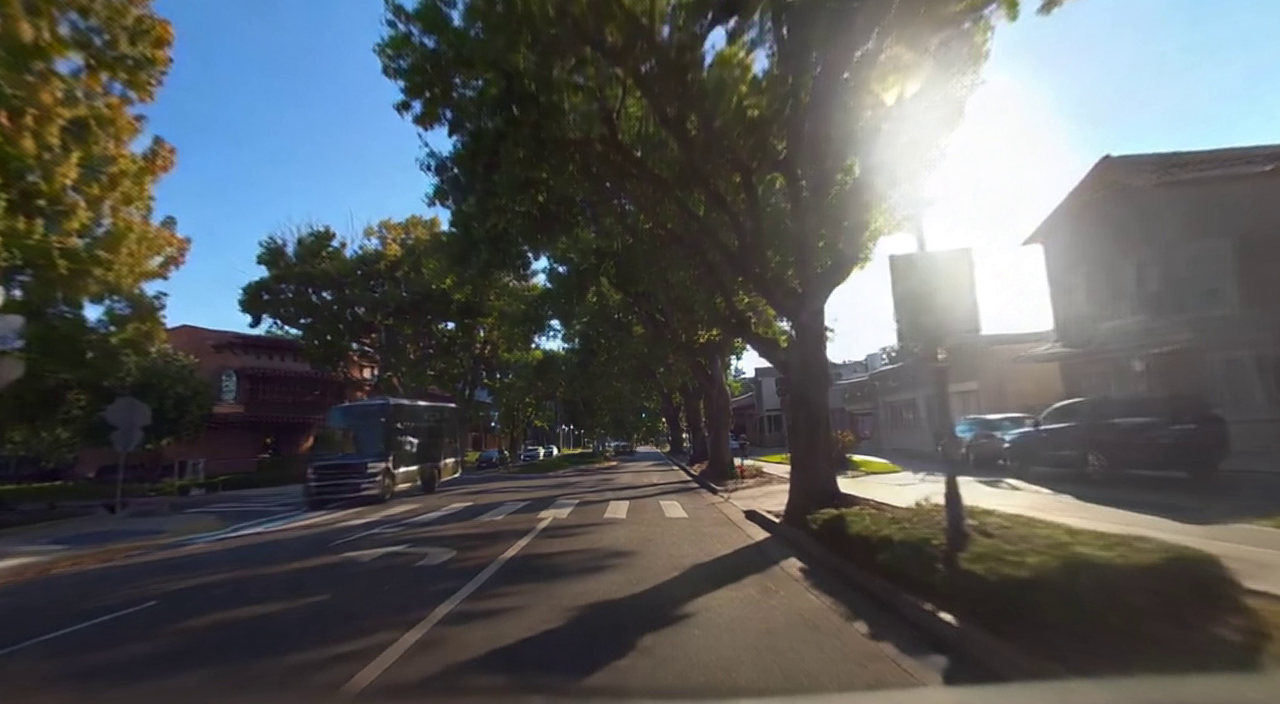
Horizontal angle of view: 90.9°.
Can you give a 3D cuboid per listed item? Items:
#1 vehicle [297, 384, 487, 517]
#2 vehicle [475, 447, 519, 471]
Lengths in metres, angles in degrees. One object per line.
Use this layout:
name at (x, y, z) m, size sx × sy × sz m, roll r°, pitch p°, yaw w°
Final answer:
vehicle at (-5.918, 2.485, 16.214) m, size 2.303 × 2.760 × 5.868 m, roll 0°, pitch -8°, yaw 1°
vehicle at (-9.722, 7.306, 43.274) m, size 1.892 × 1.484 × 4.576 m, roll 1°, pitch -9°, yaw 1°
